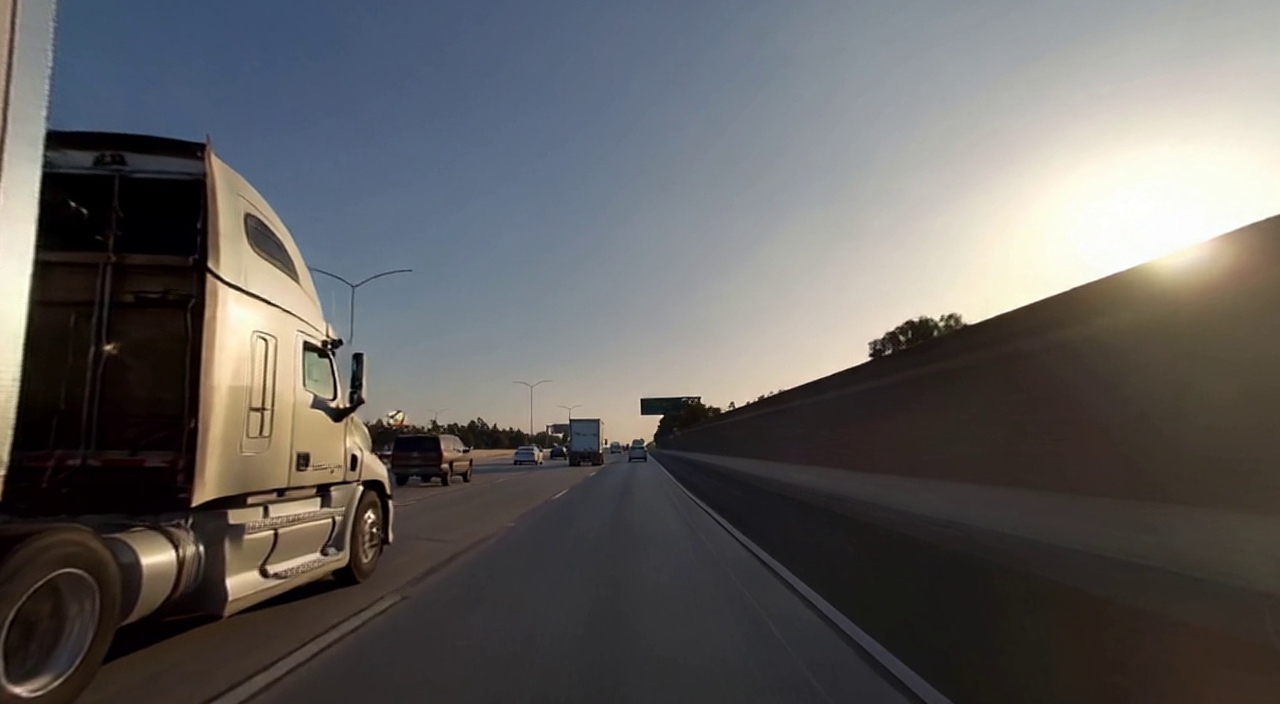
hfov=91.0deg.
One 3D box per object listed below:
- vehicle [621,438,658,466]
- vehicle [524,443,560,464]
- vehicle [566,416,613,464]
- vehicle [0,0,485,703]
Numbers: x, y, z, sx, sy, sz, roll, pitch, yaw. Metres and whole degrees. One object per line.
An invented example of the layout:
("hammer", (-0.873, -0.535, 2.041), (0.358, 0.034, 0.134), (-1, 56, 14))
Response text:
("vehicle", (-0.033, 6.250, 39.443), (2.178, 1.640, 4.071), (0, -9, 0))
("vehicle", (-7.295, 7.575, 47.101), (1.962, 1.489, 4.002), (0, -9, 1))
("vehicle", (-3.753, 6.870, 48.799), (2.956, 3.331, 9.575), (0, -9, -1))
("vehicle", (-3.792, 0.433, 4.141), (3.025, 3.266, 9.256), (0, -9, 1))
